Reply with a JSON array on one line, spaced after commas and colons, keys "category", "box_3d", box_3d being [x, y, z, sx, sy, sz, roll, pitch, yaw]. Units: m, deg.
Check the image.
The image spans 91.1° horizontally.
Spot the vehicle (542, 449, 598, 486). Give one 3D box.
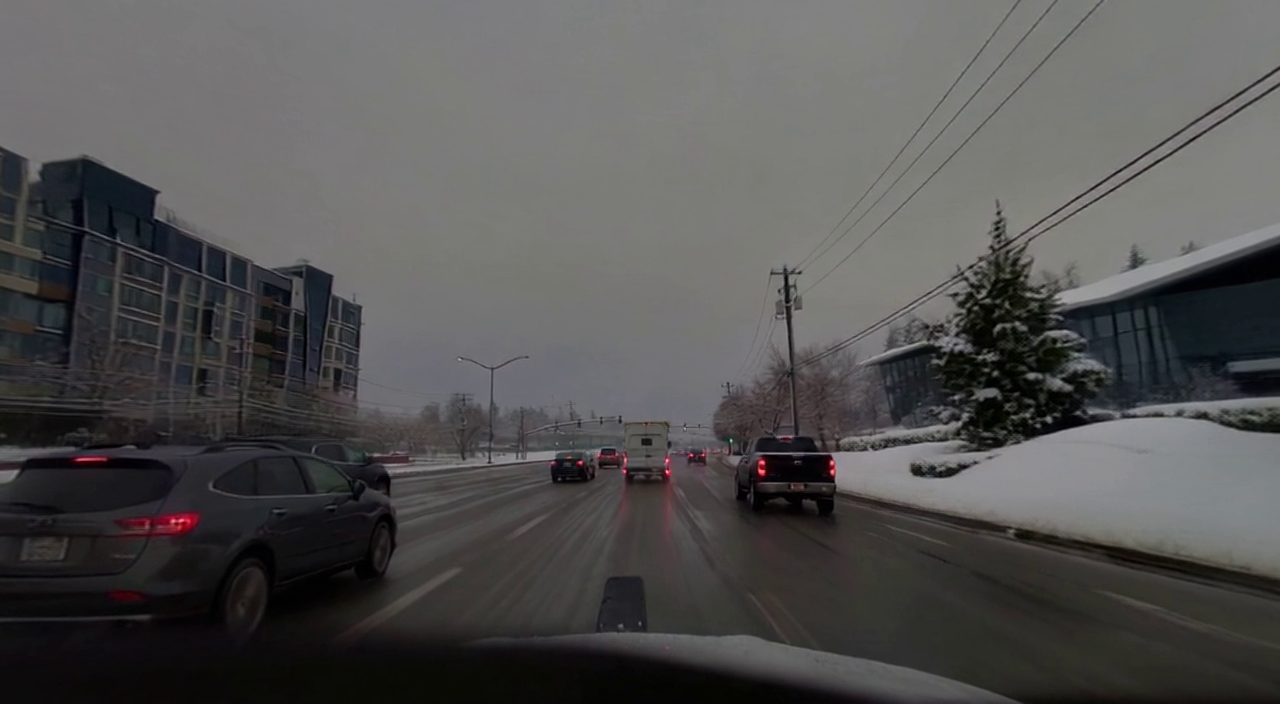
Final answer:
[{"category": "vehicle", "box_3d": [-3.228, 5.408, 29.709, 1.984, 1.567, 4.311, 0, -9, 3]}]

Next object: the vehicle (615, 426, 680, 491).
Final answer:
[{"category": "vehicle", "box_3d": [0.443, 4.467, 26.749, 2.457, 2.440, 5.486, -1, -9, 4]}]

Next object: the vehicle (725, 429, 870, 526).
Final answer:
[{"category": "vehicle", "box_3d": [3.464, 2.858, 14.871, 2.283, 1.923, 4.427, 0, -9, 0]}]

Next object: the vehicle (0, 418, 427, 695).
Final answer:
[{"category": "vehicle", "box_3d": [-3.600, 1.510, 5.716, 1.934, 1.643, 3.718, 0, -9, 1]}]

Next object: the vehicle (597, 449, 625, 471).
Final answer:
[{"category": "vehicle", "box_3d": [-2.260, 8.559, 49.977, 1.911, 1.632, 4.149, 0, -9, 2]}]

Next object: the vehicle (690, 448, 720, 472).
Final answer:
[{"category": "vehicle", "box_3d": [5.028, 8.418, 49.111, 2.092, 1.696, 4.218, 0, -9, 2]}]
